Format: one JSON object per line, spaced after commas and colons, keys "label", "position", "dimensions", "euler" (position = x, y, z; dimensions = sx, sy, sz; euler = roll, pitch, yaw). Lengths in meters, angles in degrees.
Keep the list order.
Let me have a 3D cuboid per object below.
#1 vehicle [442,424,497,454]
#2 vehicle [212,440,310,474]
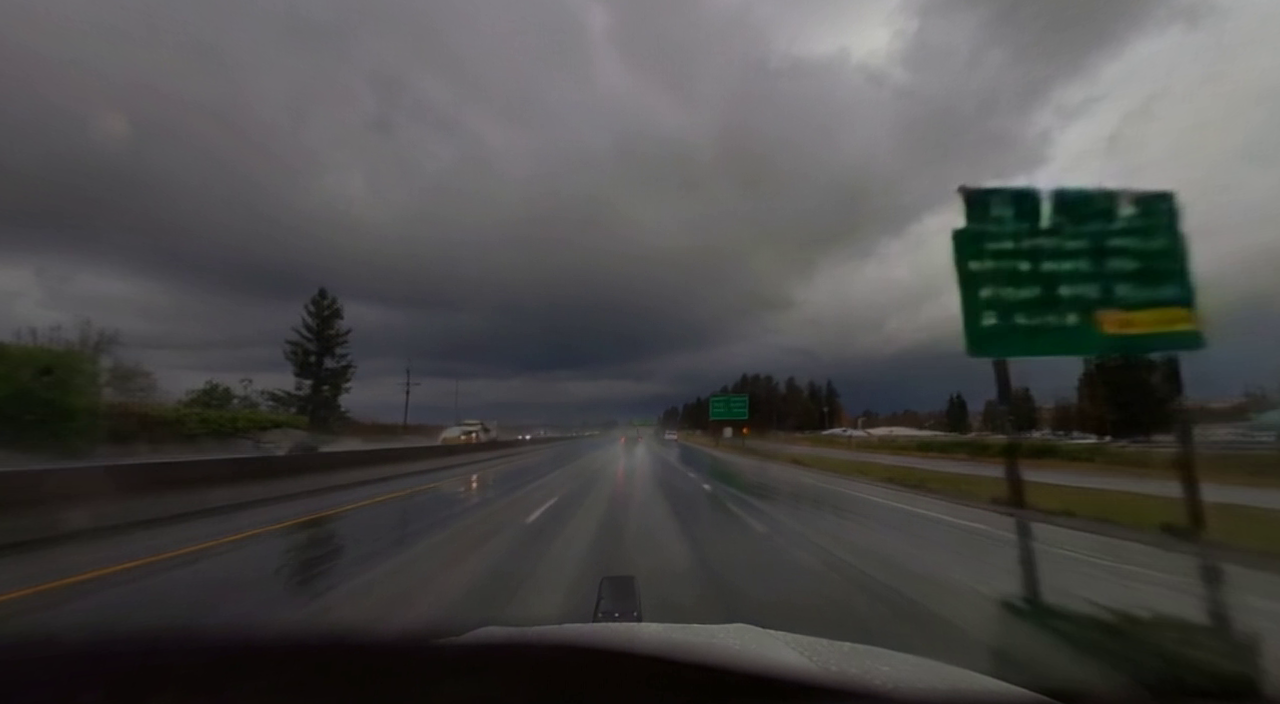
{"label": "vehicle", "position": [-13.337, 6.873, 49.725], "dimensions": [2.624, 2.225, 6.259], "euler": [0, -8, -1]}
{"label": "vehicle", "position": [-17.630, 4.876, 29.551], "dimensions": [2.095, 1.423, 4.064], "euler": [0, -8, -1]}
